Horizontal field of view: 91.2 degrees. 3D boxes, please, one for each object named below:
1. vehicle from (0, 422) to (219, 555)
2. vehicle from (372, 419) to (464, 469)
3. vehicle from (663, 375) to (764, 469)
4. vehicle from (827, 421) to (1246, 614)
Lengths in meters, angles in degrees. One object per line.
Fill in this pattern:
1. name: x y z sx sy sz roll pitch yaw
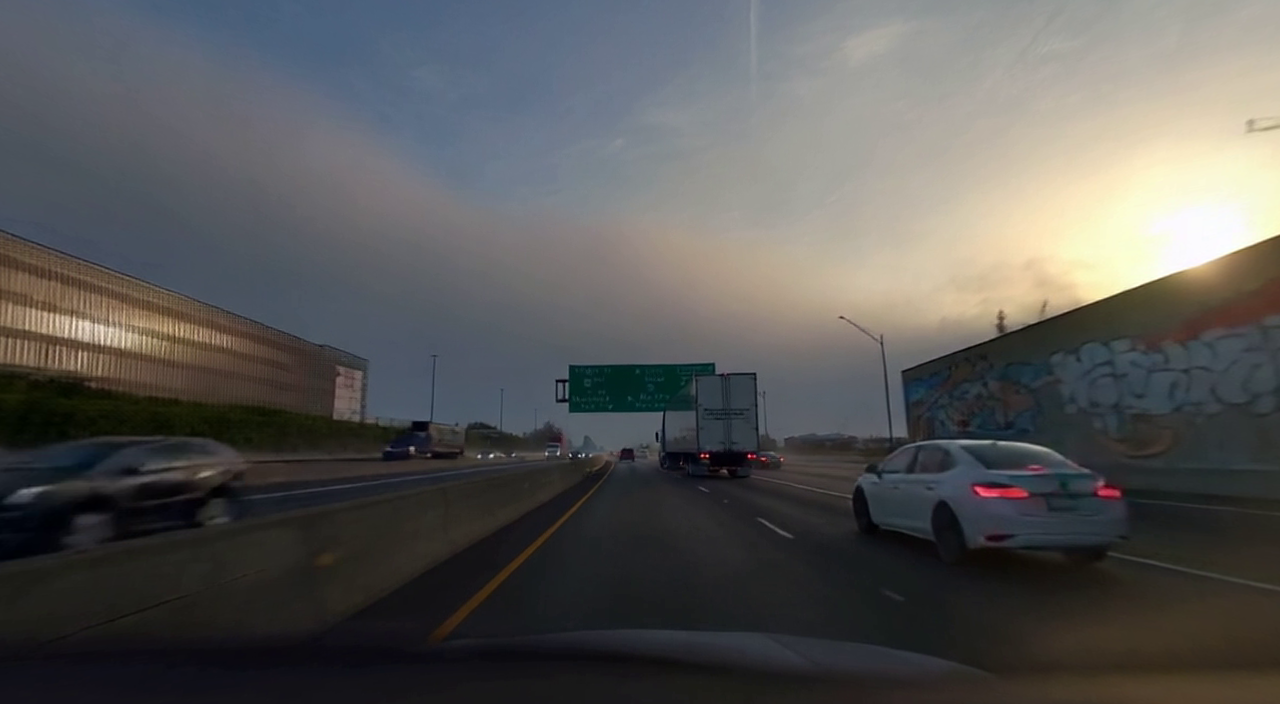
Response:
1. vehicle: -8.327 1.844 8.916 1.892 1.508 3.980 0 -9 0
2. vehicle: -16.834 7.188 48.671 3.471 3.416 11.022 1 -9 -2
3. vehicle: 3.672 4.574 37.624 3.317 4.314 17.803 0 -9 -2
4. vehicle: 3.999 1.730 7.537 2.085 1.588 4.436 0 -9 -1
